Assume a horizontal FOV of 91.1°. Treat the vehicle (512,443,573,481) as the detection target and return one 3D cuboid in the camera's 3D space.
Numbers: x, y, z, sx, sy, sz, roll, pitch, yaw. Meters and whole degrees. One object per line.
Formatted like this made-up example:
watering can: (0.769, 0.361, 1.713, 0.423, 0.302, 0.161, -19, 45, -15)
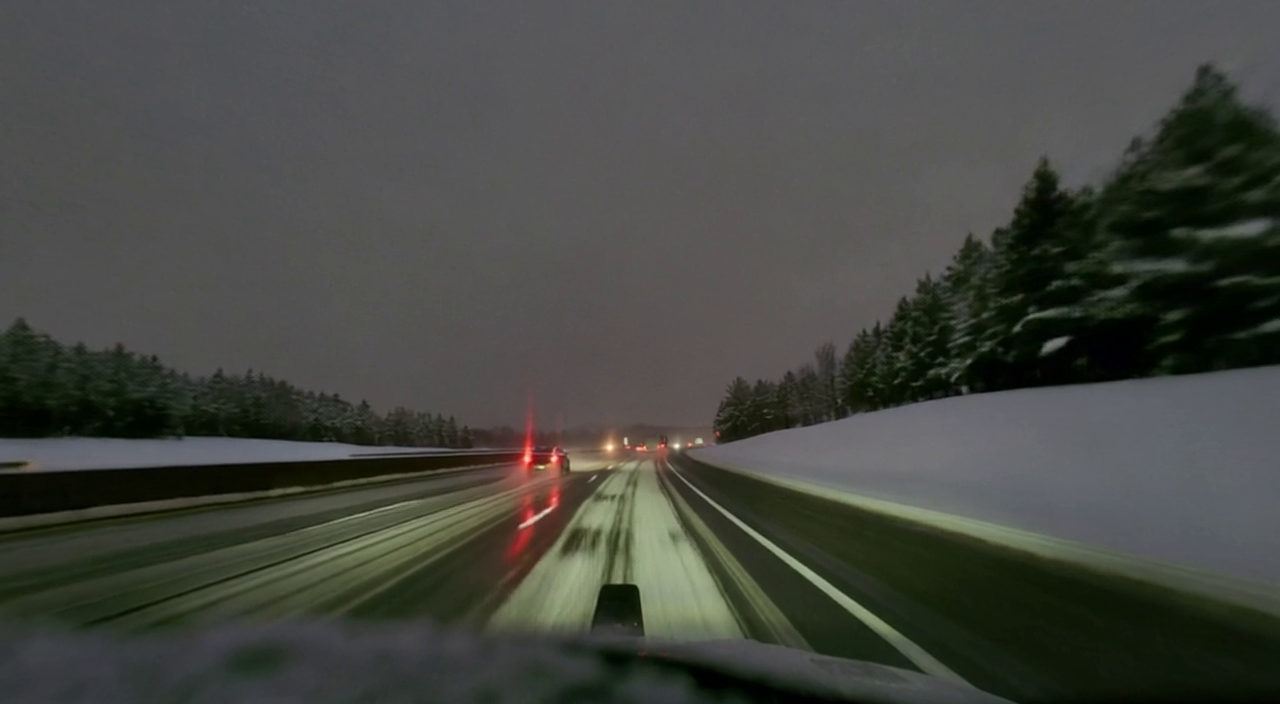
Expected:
vehicle: (-4.260, 4.884, 28.186, 1.961, 1.540, 4.487, -1, -9, 1)
